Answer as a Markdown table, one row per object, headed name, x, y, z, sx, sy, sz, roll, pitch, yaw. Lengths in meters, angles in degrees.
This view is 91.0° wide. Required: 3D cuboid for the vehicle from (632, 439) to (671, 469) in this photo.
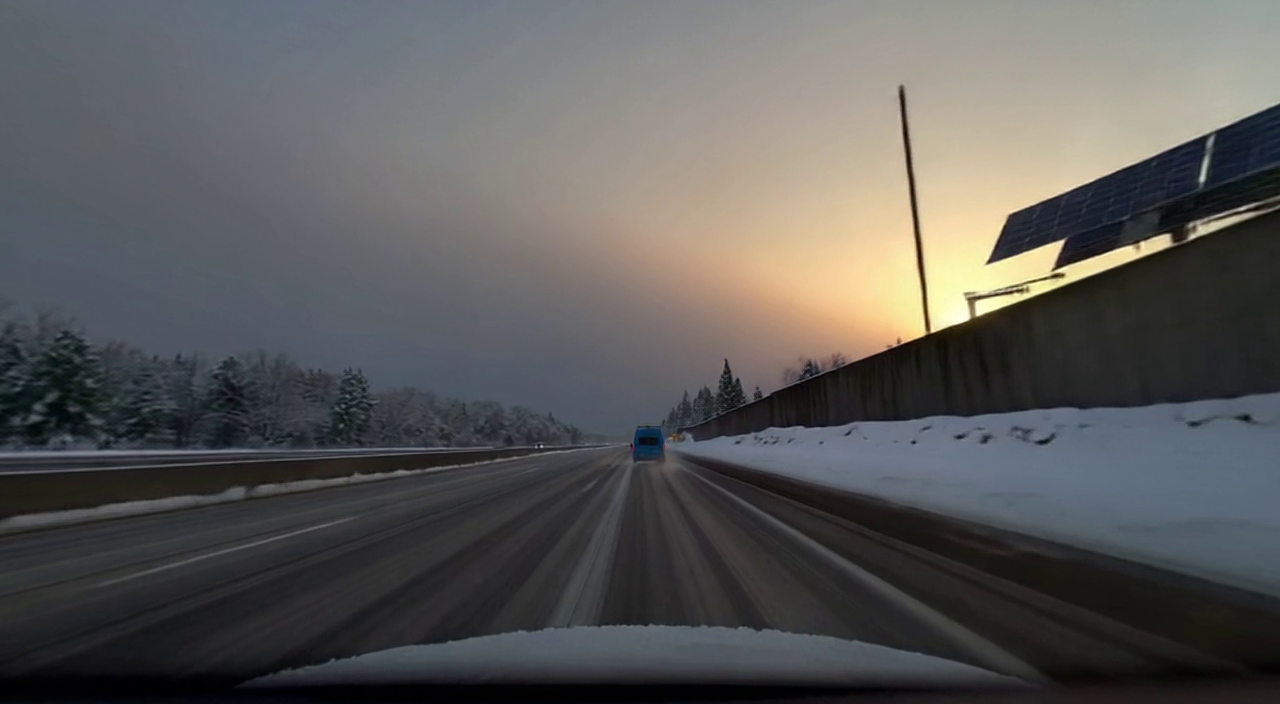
| name | x | y | z | sx | sy | sz | roll | pitch | yaw |
| --- | --- | --- | --- | --- | --- | --- | --- | --- | --- |
| vehicle | 0.567 | 5.431 | 33.635 | 1.997 | 1.484 | 3.409 | 0 | -8 | 0 |
